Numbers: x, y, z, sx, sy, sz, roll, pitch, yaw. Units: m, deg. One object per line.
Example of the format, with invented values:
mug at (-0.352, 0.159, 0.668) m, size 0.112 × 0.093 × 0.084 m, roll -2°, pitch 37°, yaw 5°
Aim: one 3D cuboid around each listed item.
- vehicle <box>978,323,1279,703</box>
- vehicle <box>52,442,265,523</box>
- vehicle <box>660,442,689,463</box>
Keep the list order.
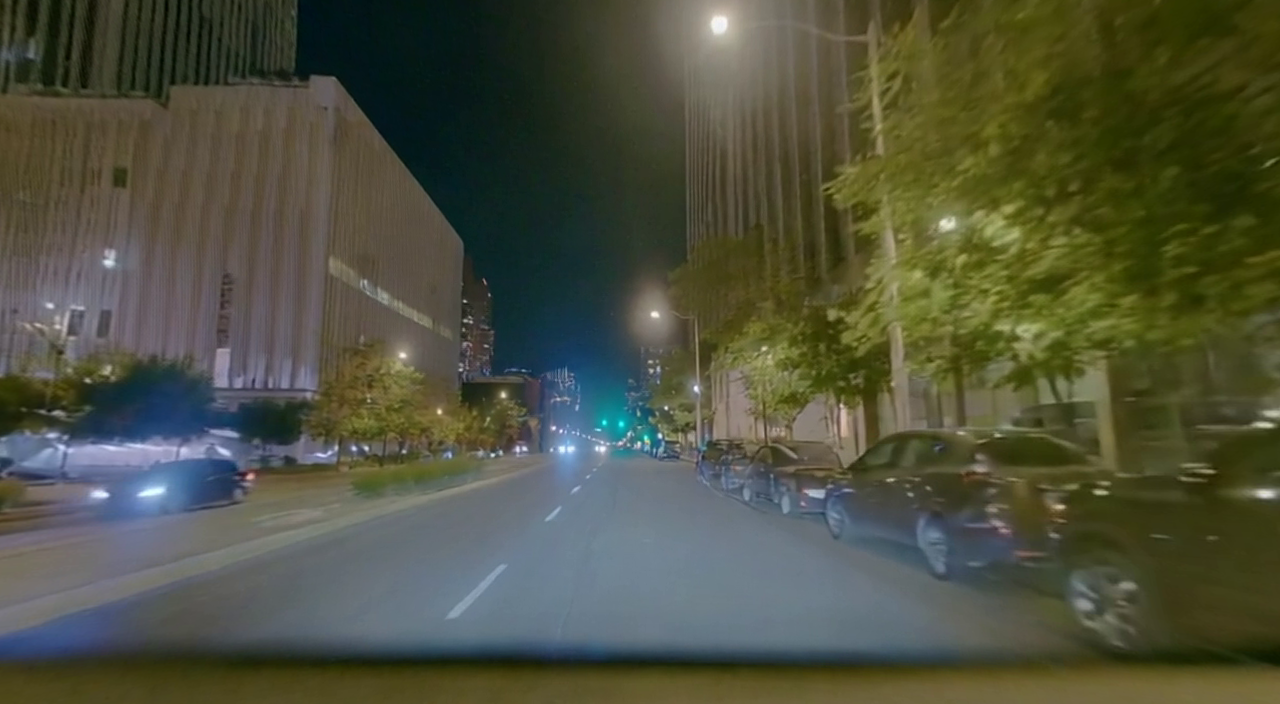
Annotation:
vehicle at (3.907, 0.755, 2.405) m, size 2.129 × 1.853 × 5.275 m, roll 1°, pitch -8°, yaw -3°
vehicle at (-11.497, 3.079, 15.575) m, size 1.950 × 1.629 × 4.333 m, roll -2°, pitch -8°, yaw -2°
vehicle at (2.555, 7.613, 47.915) m, size 1.924 × 1.492 × 4.587 m, roll 0°, pitch -8°, yaw 0°
